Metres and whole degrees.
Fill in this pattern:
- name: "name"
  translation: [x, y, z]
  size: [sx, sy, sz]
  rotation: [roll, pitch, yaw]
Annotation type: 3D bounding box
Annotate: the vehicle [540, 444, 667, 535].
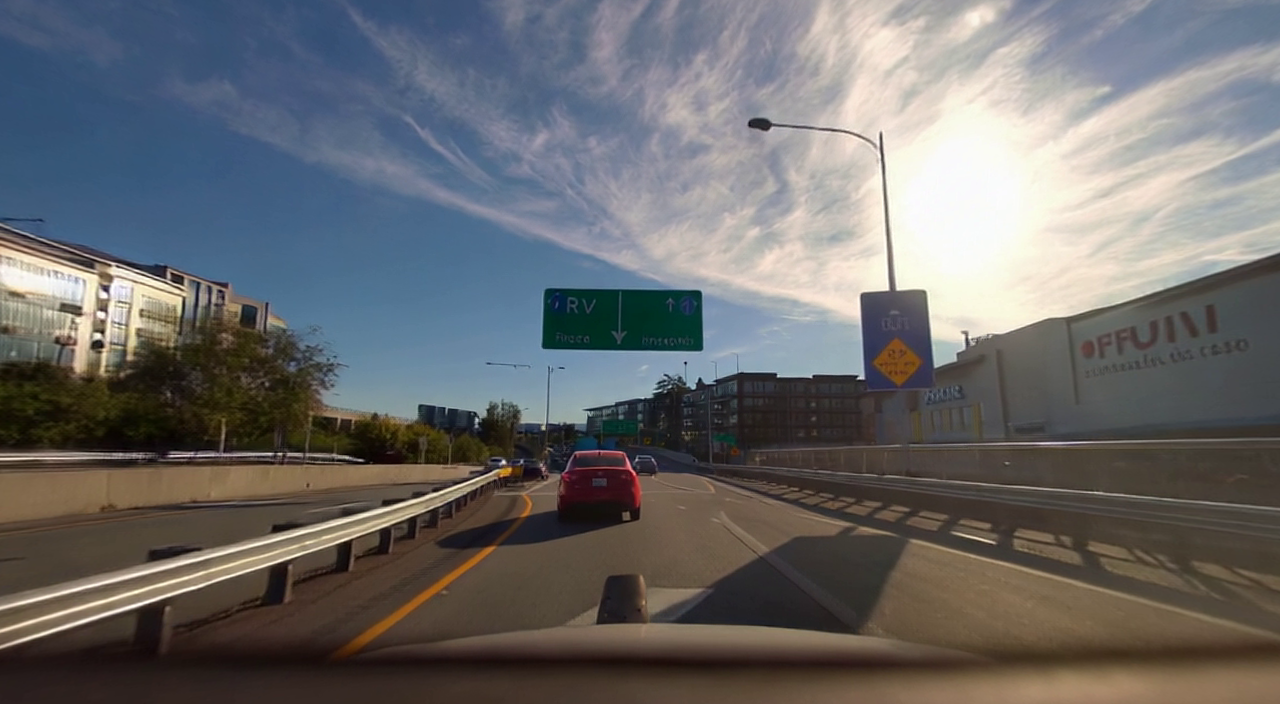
- name: "vehicle"
  translation: [-0.757, 2.540, 12.267]
  size: [2.063, 1.442, 3.933]
  rotation: [0, -9, -5]
